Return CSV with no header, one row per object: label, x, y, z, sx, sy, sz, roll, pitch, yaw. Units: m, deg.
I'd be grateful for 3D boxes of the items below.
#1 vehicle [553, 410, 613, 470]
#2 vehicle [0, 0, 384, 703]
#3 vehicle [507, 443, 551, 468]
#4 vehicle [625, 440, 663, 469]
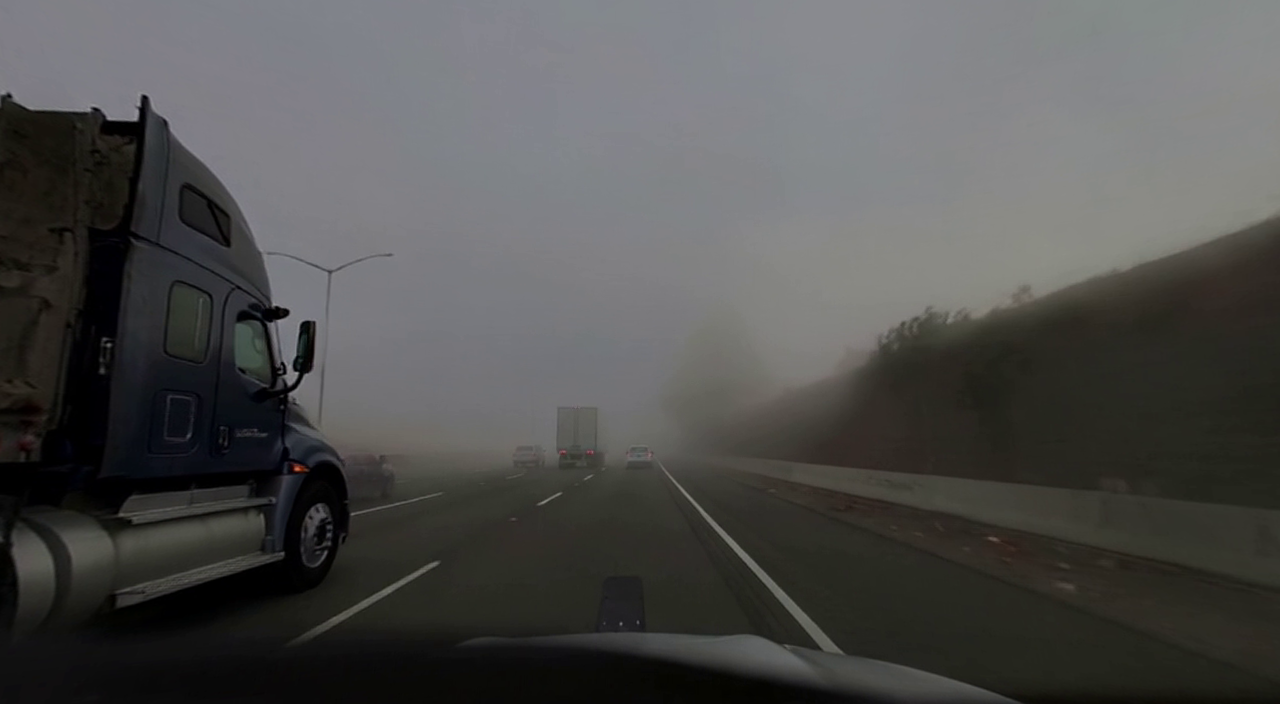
vehicle,-3.392,5.614,39.926,2.956,3.331,9.575,0,-8,0
vehicle,-3.653,-0.094,0.241,3.025,3.266,9.256,0,-9,1
vehicle,-7.047,6.609,40.281,1.962,1.489,4.002,-1,-9,2
vehicle,0.255,6.055,37.394,2.178,1.640,4.071,0,-9,1
